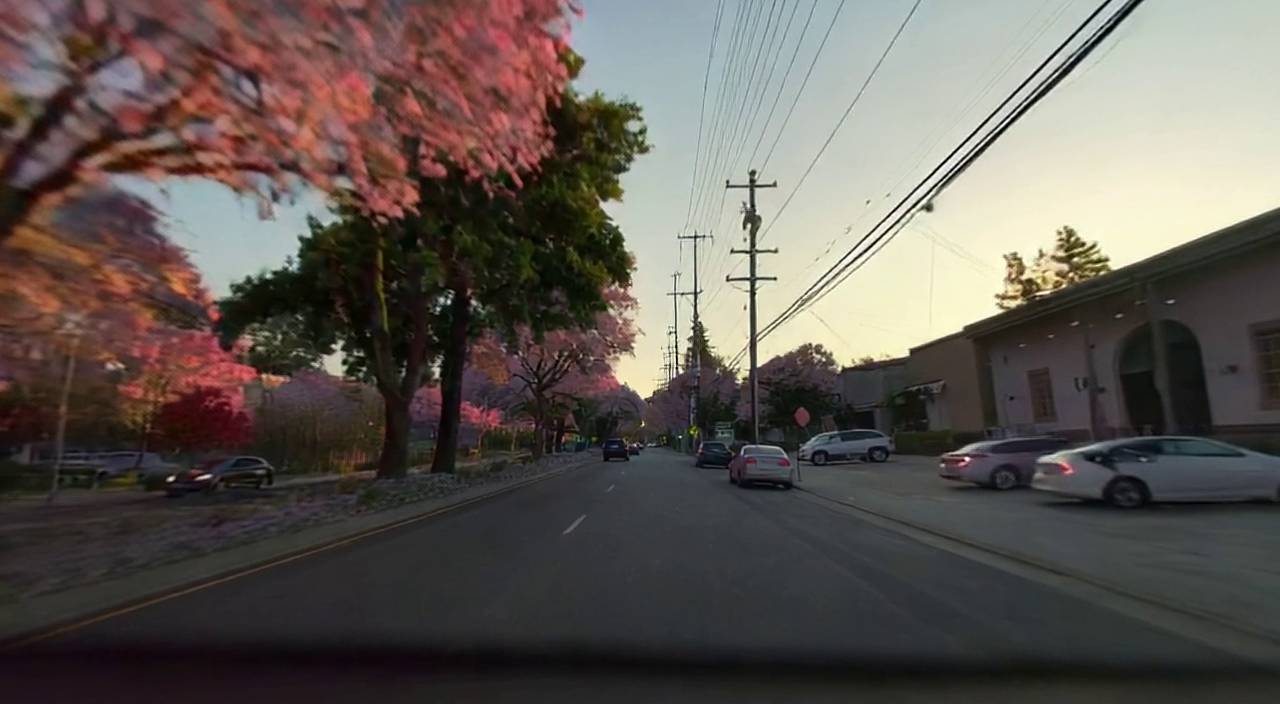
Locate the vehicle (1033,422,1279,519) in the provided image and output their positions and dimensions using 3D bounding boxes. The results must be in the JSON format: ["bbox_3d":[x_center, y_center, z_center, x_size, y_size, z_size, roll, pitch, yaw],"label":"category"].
[{"bbox_3d":[9.620,1.983,10.834,4.430,1.480,1.923,0,-9,-2],"label":"vehicle"}]

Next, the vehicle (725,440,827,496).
[{"bbox_3d":[3.873,3.388,18.827,2.042,1.465,4.455,0,-9,0],"label":"vehicle"}]

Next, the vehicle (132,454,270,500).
[{"bbox_3d":[-16.566,4.717,24.135,1.954,1.497,4.613,0,-9,0],"label":"vehicle"}]

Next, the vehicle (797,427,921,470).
[{"bbox_3d":[9.808,4.362,28.591,4.818,1.847,2.257,-1,-9,2],"label":"vehicle"}]

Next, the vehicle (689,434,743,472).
[{"bbox_3d":[4.128,5.653,35.455,2.280,1.904,5.779,0,-9,-1],"label":"vehicle"}]

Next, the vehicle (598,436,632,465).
[{"bbox_3d":[-1.758,7.101,45.736,2.202,1.961,4.980,0,-9,1],"label":"vehicle"}]
